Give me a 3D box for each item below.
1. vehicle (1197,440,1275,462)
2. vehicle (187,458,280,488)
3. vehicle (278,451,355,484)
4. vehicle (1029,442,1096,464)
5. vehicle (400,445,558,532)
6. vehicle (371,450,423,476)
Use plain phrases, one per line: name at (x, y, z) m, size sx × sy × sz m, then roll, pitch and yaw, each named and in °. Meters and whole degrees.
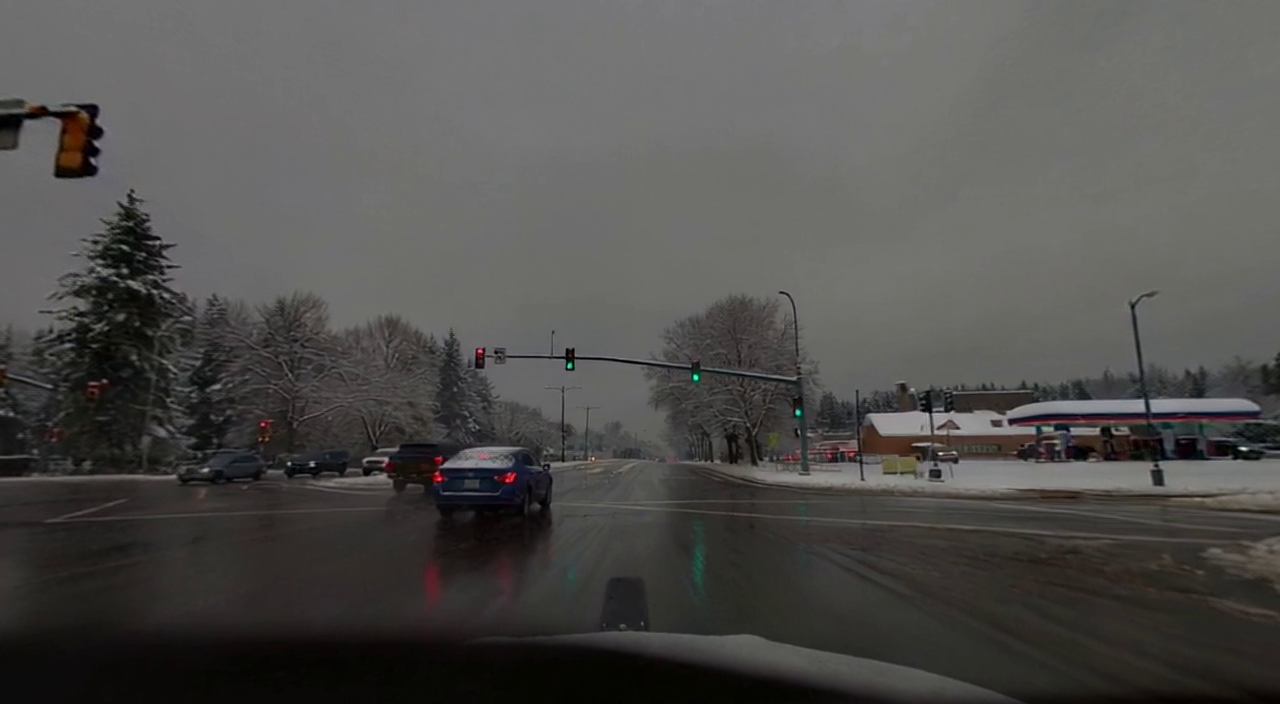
vehicle at (40.168, 6.709, 42.507) m, size 3.518 × 1.433 × 1.763 m, roll 1°, pitch -9°, yaw -5°
vehicle at (-20.840, 6.194, 32.569) m, size 1.821 × 1.371 × 4.545 m, roll 0°, pitch -9°, yaw -1°
vehicle at (-17.370, 6.184, 34.111) m, size 1.887 × 1.635 × 4.281 m, roll 0°, pitch -9°, yaw 0°
vehicle at (33.010, 7.898, 49.401) m, size 2.148 × 1.679 × 4.197 m, roll 1°, pitch -9°, yaw -5°
vehicle at (-3.086, 2.713, 13.216) m, size 2.041 × 1.483 × 4.533 m, roll 0°, pitch -9°, yaw 1°
vehicle at (-17.596, 8.040, 45.887) m, size 2.032 × 1.741 × 4.450 m, roll 0°, pitch -9°, yaw 0°
